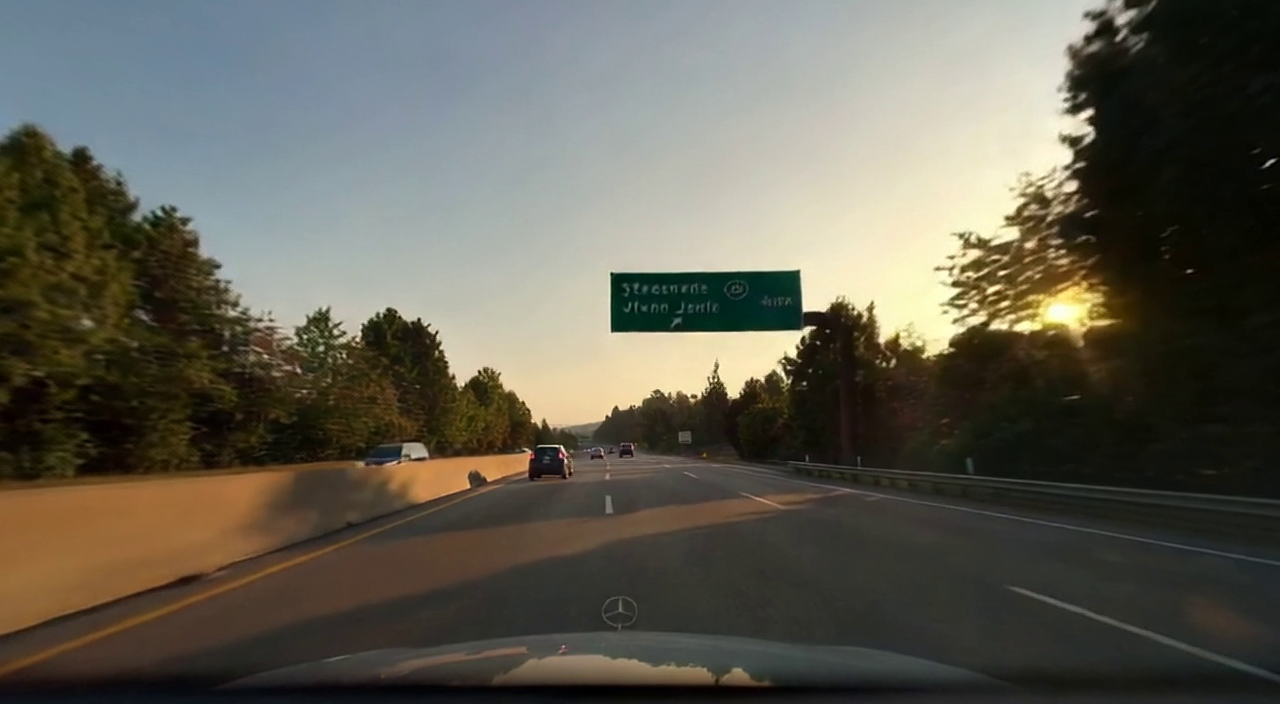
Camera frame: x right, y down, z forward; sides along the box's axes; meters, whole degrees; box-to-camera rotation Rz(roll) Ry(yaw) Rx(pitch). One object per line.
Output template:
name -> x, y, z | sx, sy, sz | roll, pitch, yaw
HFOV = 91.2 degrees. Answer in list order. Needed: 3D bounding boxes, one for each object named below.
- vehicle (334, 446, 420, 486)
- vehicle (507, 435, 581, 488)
vehicle -> -11.827, 5.113, 28.568 | 2.044, 1.638, 4.642 | 0, -9, -2
vehicle -> -3.358, 3.923, 22.719 | 2.151, 1.693, 4.201 | 0, -9, -2
